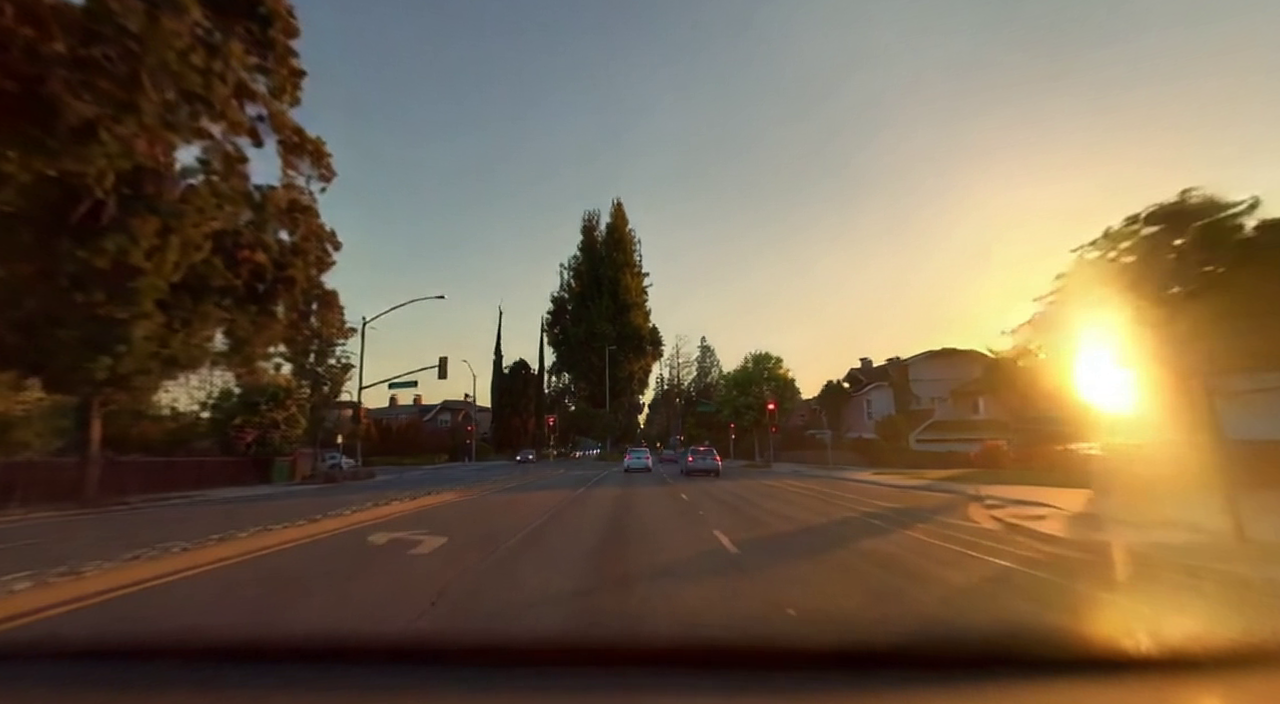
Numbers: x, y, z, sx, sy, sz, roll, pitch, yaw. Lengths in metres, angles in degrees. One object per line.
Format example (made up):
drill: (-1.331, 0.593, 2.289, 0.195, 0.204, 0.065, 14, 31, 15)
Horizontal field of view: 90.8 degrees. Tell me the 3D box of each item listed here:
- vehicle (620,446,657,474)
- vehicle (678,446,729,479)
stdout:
vehicle: (-0.083, 6.357, 37.469, 2.018, 1.511, 3.993, 0, -9, 0)
vehicle: (3.110, 5.521, 31.900, 2.057, 1.496, 4.401, 1, -9, -1)
